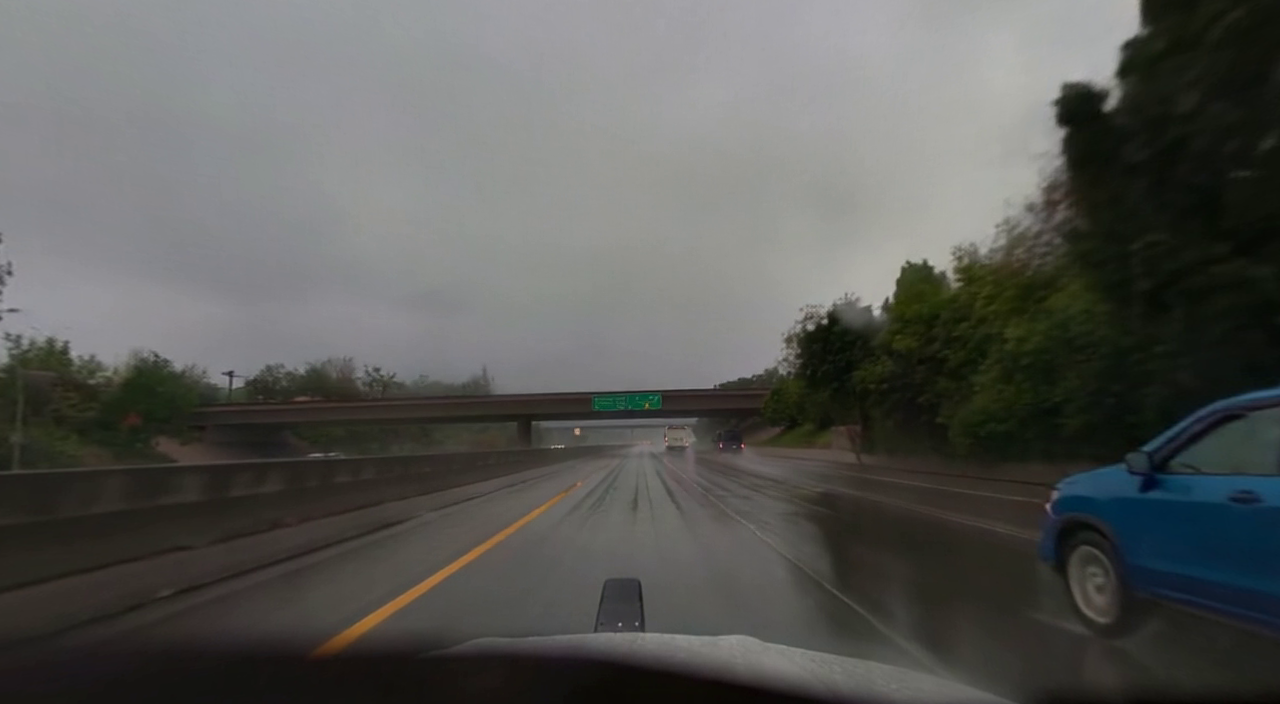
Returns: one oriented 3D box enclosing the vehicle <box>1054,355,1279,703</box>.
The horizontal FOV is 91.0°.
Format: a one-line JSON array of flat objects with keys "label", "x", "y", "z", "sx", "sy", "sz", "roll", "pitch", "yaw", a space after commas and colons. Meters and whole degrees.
[{"label": "vehicle", "x": 4.038, "y": 0.747, "z": 2.139, "sx": 2.148, "sy": 1.691, "sz": 4.443, "roll": 0, "pitch": -8, "yaw": -1}]
